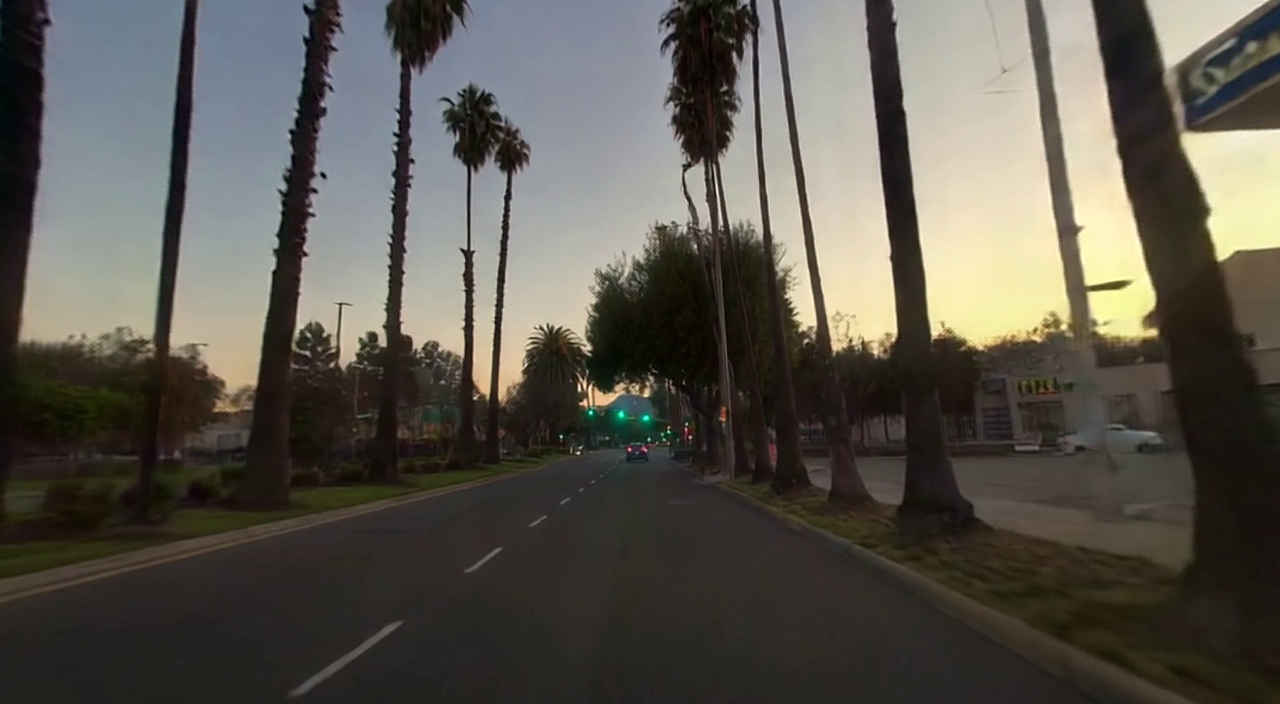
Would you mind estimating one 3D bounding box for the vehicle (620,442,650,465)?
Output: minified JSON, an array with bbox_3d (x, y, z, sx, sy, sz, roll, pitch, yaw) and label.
[{"bbox_3d":[-0.314,7.281,45.362,2.050,1.509,4.148,1,-8,0],"label":"vehicle"}]
